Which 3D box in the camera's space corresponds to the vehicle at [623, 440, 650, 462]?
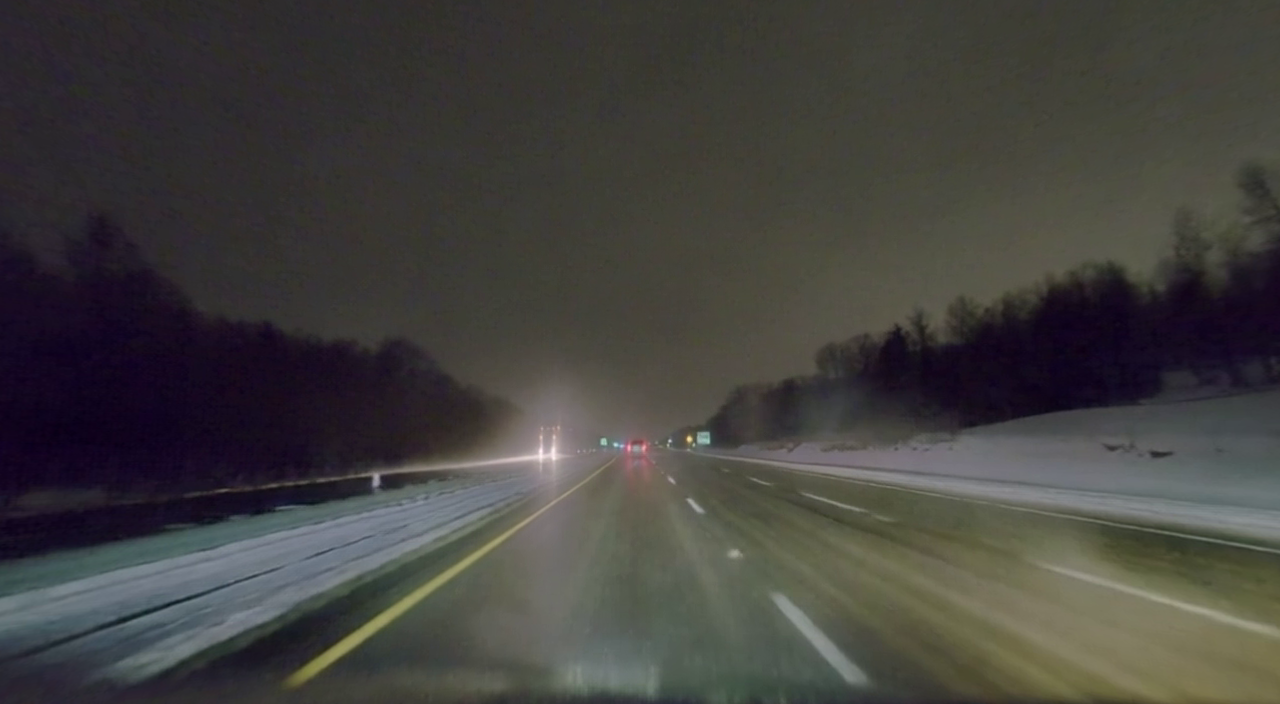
[{"bbox_3d":[-0.245,7.525,48.020,2.009,1.554,4.013,0,-8,0],"label":"vehicle"}]
